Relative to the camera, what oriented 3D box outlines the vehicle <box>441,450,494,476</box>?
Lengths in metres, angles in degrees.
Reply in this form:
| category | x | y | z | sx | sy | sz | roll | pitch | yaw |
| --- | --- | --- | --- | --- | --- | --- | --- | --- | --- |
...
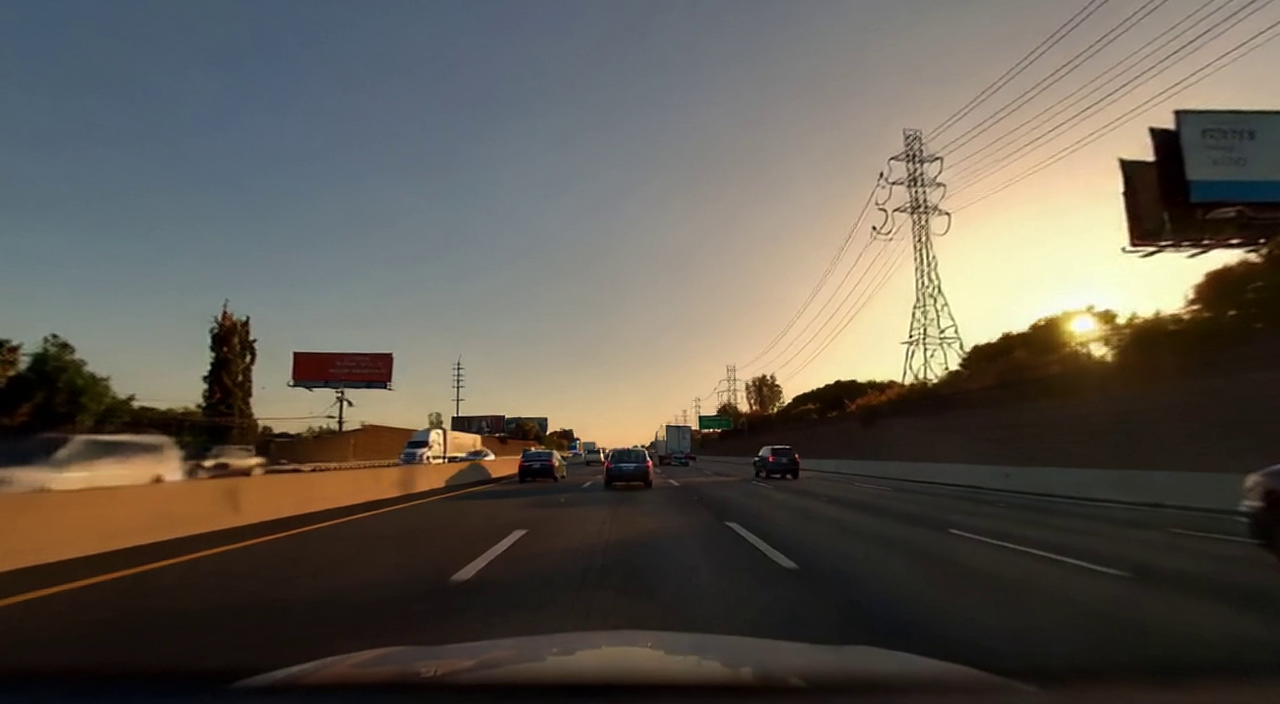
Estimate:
| category | x | y | z | sx | sy | sz | roll | pitch | yaw |
| --- | --- | --- | --- | --- | --- | --- | --- | --- | --- |
| vehicle | -10.749 | 6.944 | 39.629 | 2.008 | 1.500 | 4.376 | 0 | -9 | 1 |

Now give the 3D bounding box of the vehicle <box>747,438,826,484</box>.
| category | x | y | z | sx | sy | sz | roll | pitch | yaw |
| --- | --- | --- | --- | --- | --- | --- | --- | --- | --- |
| vehicle | 6.767 | 5.111 | 29.919 | 2.302 | 1.973 | 5.502 | 0 | -9 | -1 |

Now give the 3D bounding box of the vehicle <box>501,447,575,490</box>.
| category | x | y | z | sx | sy | sz | roll | pitch | yaw |
| --- | --- | --- | --- | --- | --- | --- | --- | --- | --- |
| vehicle | -3.834 | 4.470 | 24.583 | 2.025 | 1.498 | 4.675 | 0 | -9 | 1 |

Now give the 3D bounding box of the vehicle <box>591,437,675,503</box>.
| category | x | y | z | sx | sy | sz | roll | pitch | yaw |
| --- | --- | --- | --- | --- | --- | --- | --- | --- | --- |
| vehicle | -0.207 | 3.393 | 18.536 | 2.191 | 1.685 | 4.015 | 0 | -9 | -1 |

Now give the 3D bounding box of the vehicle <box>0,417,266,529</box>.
| category | x | y | z | sx | sy | sz | roll | pitch | yaw |
| --- | --- | --- | --- | --- | --- | --- | --- | --- | --- |
| vehicle | -10.520 | 2.332 | 12.790 | 2.244 | 1.729 | 5.864 | 0 | -9 | 1 |
